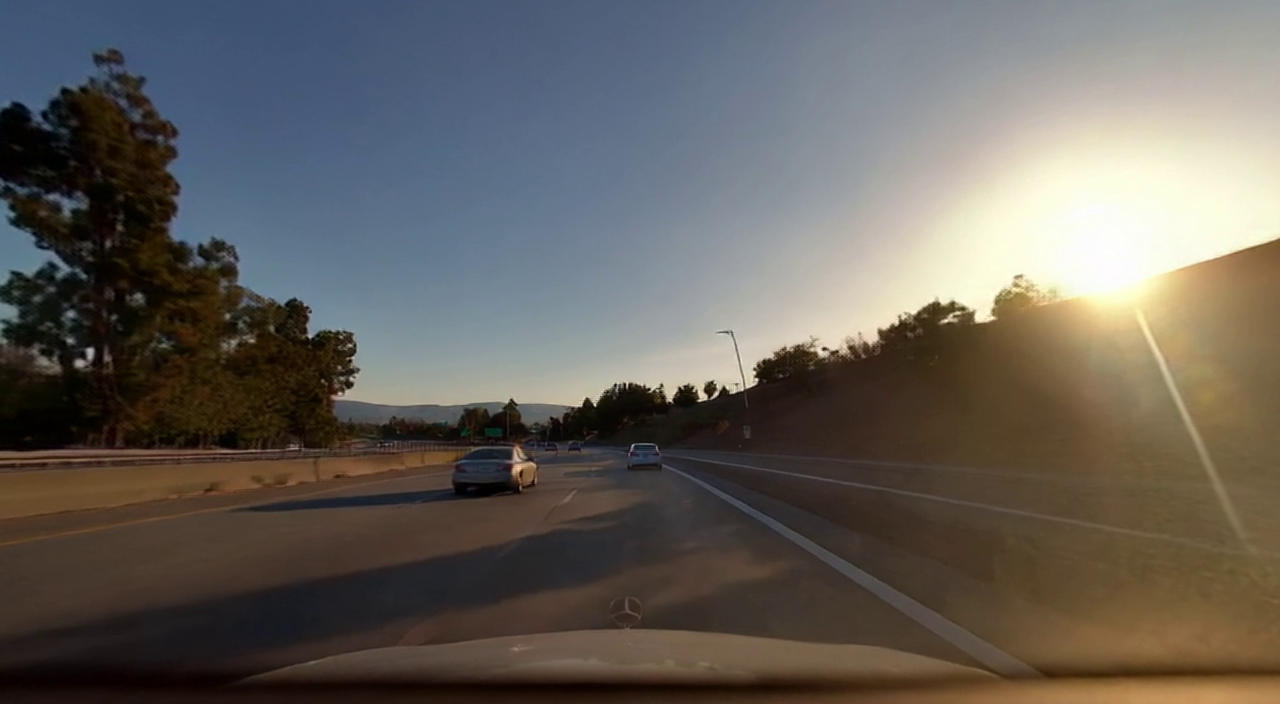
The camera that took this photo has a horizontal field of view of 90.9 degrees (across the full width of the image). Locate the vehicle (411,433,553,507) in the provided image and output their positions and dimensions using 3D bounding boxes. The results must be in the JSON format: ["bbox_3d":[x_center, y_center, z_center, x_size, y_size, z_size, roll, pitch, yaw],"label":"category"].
[{"bbox_3d":[-3.620,2.835,15.635,2.246,1.519,4.980,0,-9,0],"label":"vehicle"}]

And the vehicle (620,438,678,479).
[{"bbox_3d":[0.255,4.053,24.235,2.051,1.444,3.927,0,-9,-2],"label":"vehicle"}]
